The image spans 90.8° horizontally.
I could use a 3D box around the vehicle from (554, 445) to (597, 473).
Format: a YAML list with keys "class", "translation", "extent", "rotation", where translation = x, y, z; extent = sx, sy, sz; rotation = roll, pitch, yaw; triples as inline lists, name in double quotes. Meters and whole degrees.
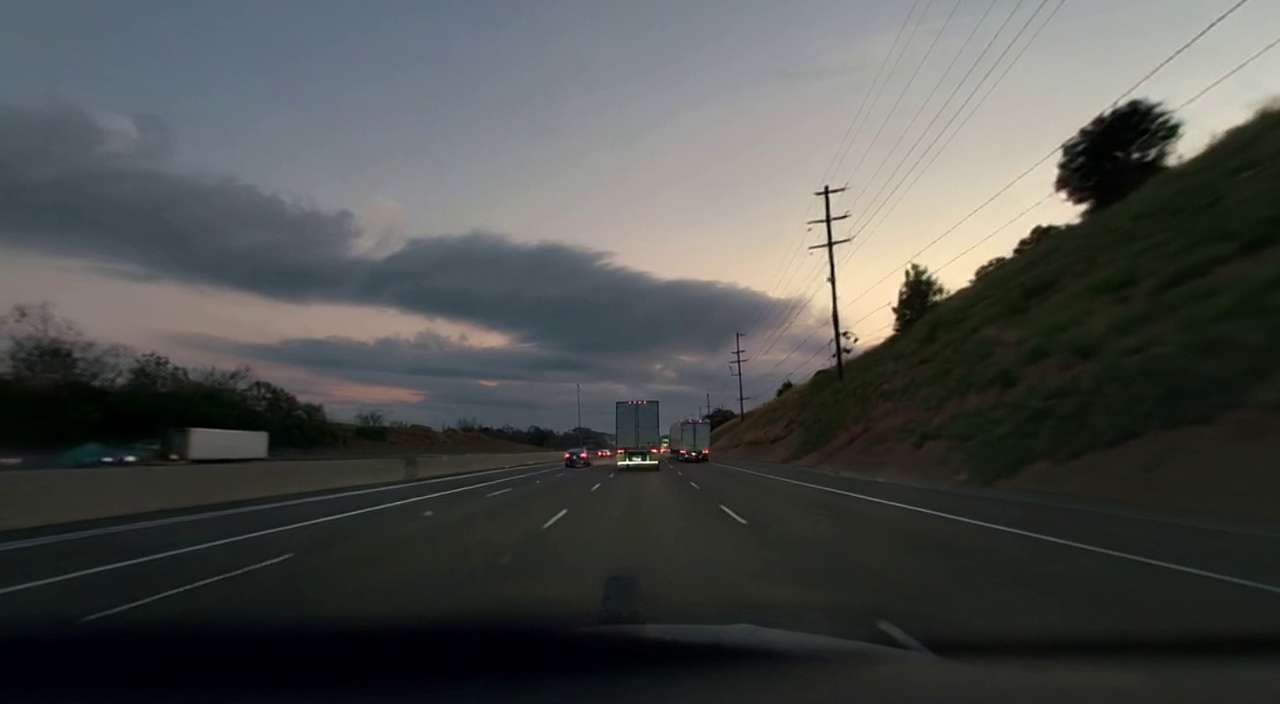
- class: "vehicle"
  translation: [-3.806, 6.392, 37.968]
  extent: [2.128, 1.533, 4.694]
  rotation: [0, -9, 0]

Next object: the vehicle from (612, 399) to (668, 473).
- class: "vehicle"
  translation: [0.029, 5.394, 39.894]
  extent: [2.985, 4.025, 10.982]
  rotation: [0, -9, 0]
